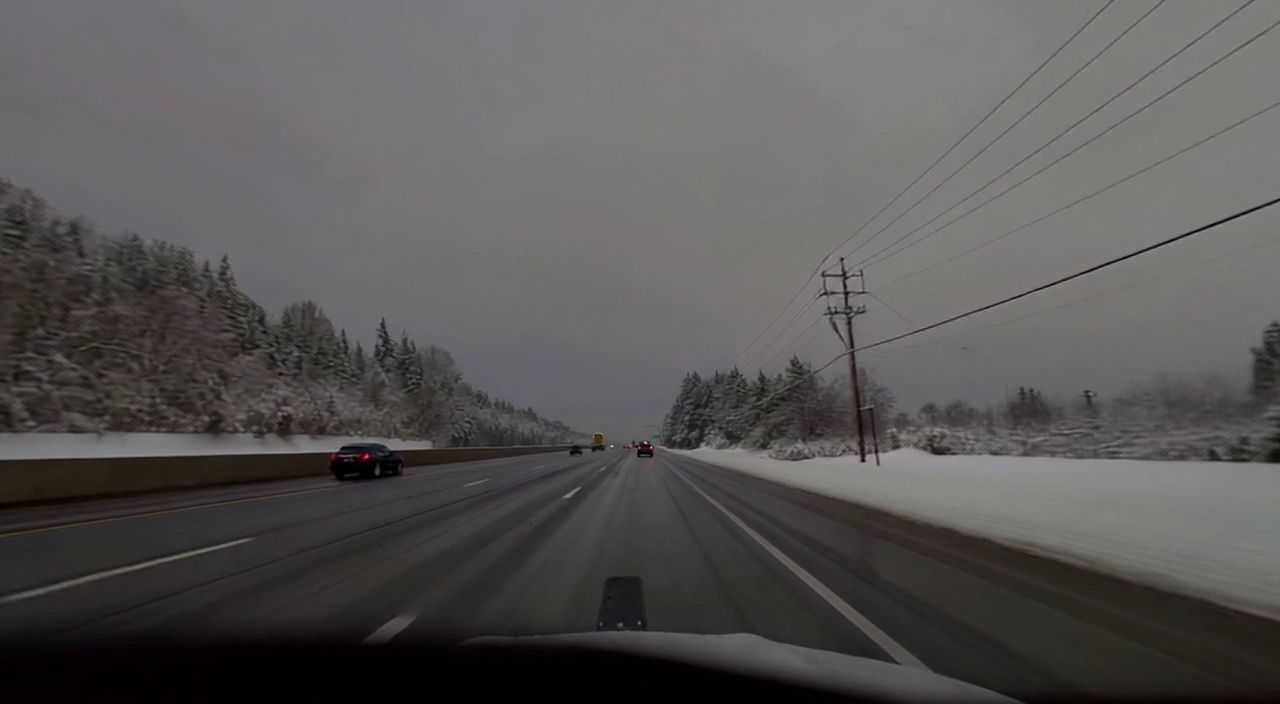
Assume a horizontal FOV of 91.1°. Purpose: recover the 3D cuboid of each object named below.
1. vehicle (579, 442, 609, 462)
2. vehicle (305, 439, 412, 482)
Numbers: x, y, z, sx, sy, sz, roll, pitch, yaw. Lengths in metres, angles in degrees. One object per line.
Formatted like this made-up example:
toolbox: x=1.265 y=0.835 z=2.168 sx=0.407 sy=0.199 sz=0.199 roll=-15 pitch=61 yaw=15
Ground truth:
vehicle: x=-3.549 y=7.820 z=49.321 sx=2.046 sy=1.478 sz=4.111 roll=0 pitch=-8 yaw=0
vehicle: x=-10.820 y=4.188 z=24.561 sx=1.955 sy=1.496 sz=4.732 roll=0 pitch=-8 yaw=1
